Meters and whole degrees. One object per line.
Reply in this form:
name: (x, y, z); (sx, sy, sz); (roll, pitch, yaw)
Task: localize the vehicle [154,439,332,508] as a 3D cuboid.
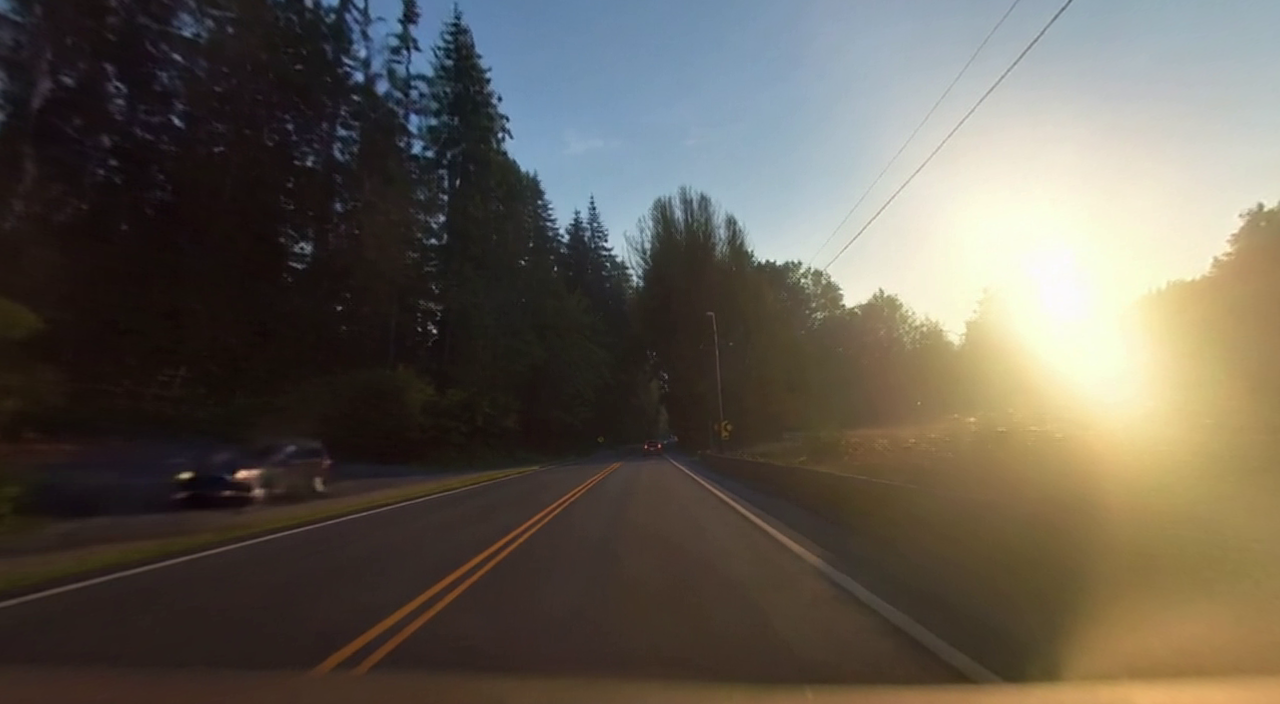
vehicle: (-10.779, 3.290, 17.612); (1.953, 1.670, 4.511); (0, -8, 1)
